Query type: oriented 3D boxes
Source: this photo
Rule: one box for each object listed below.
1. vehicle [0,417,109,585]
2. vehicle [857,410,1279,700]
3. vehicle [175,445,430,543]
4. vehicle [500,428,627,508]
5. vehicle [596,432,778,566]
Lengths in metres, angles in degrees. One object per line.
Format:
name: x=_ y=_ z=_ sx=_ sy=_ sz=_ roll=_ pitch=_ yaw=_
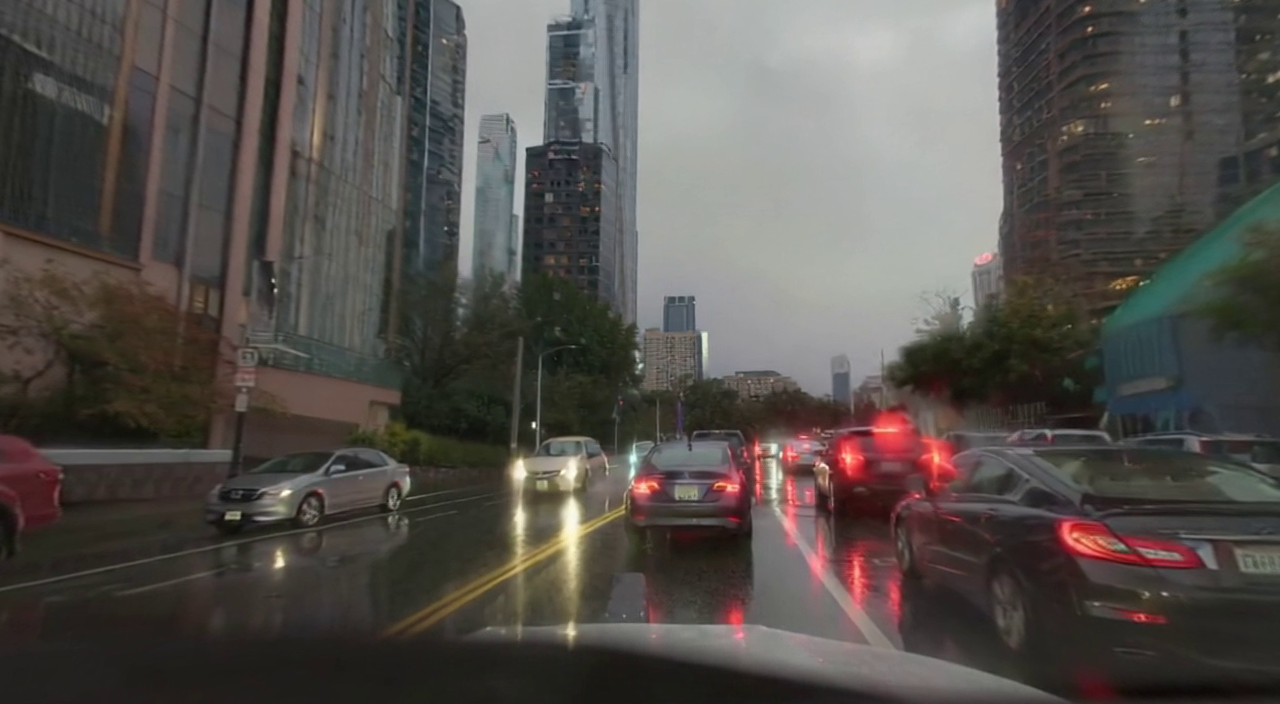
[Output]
vehicle: x=-8.007 y=1.472 z=5.777 sx=1.934 sy=1.770 sz=4.546 roll=-3 pitch=-9 yaw=8
vehicle: x=3.350 y=1.376 z=5.477 sx=1.982 sy=1.510 sz=4.144 roll=-1 pitch=-8 yaw=8
vehicle: x=-6.142 y=2.570 z=12.225 sx=1.928 sy=1.503 sz=4.322 roll=-2 pitch=-9 yaw=12
vehicle: x=-1.783 y=2.933 z=16.468 sx=2.102 sy=1.771 sz=4.599 roll=-1 pitch=-8 yaw=9
vehicle: x=0.743 y=1.913 z=8.977 sx=2.031 sy=1.461 sz=3.763 roll=-1 pitch=-8 yaw=7
